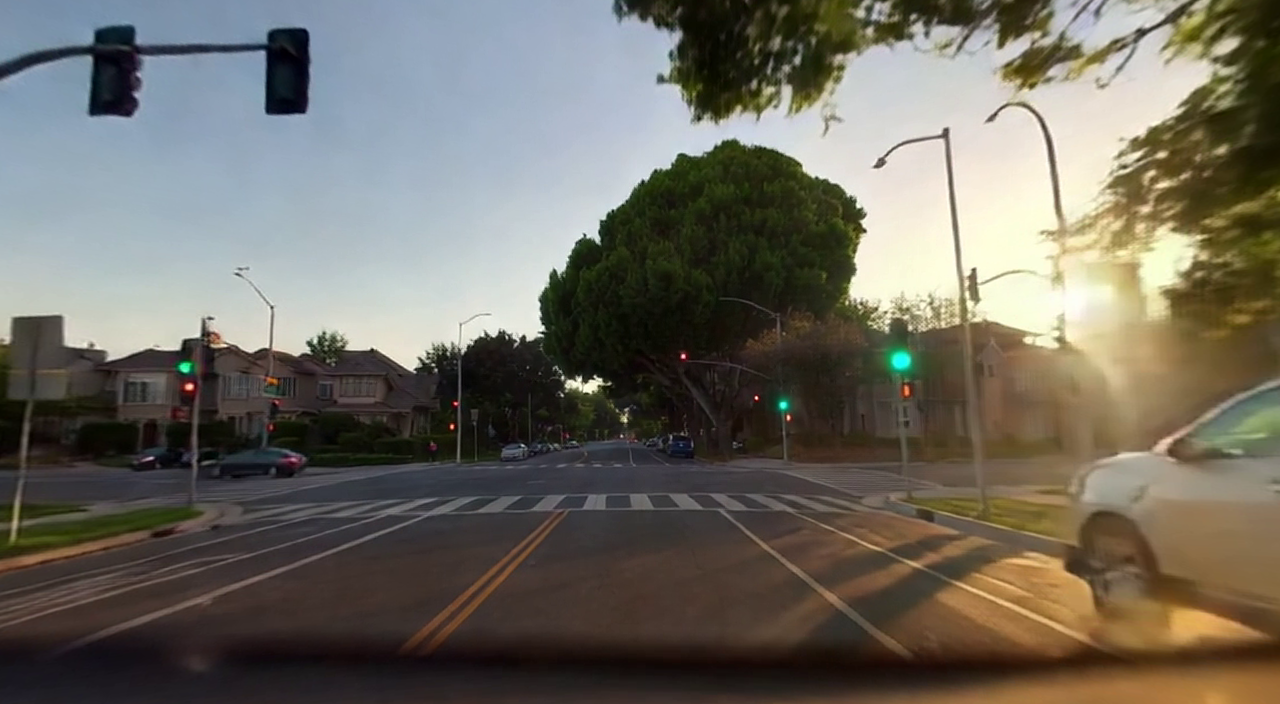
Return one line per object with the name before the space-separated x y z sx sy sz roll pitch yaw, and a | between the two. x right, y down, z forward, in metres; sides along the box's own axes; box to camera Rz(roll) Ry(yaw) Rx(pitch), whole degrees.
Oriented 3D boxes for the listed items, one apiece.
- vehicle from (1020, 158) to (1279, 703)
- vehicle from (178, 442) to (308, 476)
vehicle | 4.476 0.352 2.729 2.398 2.806 4.857 0 -8 -2
vehicle | -18.020 4.869 28.755 4.606 1.452 1.917 0 -8 0
